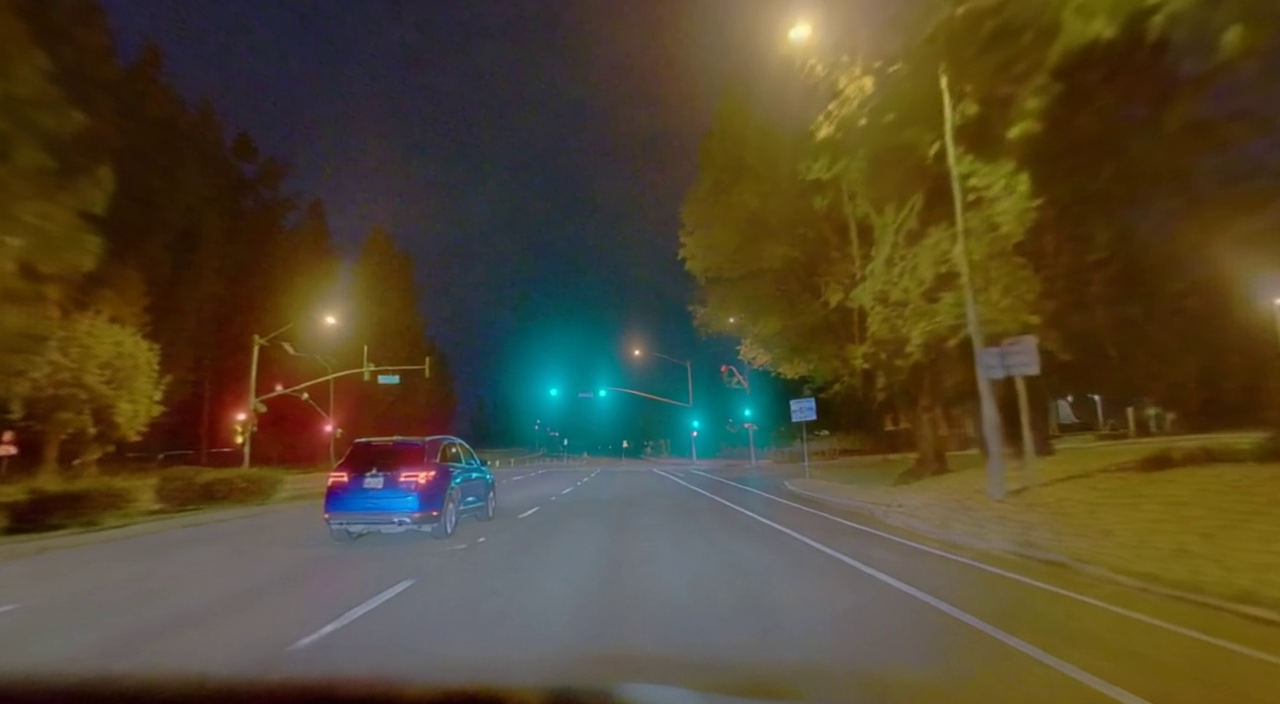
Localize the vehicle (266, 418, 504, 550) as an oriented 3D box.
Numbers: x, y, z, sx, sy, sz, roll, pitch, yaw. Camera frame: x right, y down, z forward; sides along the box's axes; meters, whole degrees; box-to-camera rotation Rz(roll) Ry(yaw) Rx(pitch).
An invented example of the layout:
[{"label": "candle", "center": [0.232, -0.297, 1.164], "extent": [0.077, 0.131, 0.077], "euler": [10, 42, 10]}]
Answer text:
[{"label": "vehicle", "center": [-3.844, 2.081, 10.595], "extent": [2.121, 1.724, 4.392], "euler": [0, -9, 0]}]
